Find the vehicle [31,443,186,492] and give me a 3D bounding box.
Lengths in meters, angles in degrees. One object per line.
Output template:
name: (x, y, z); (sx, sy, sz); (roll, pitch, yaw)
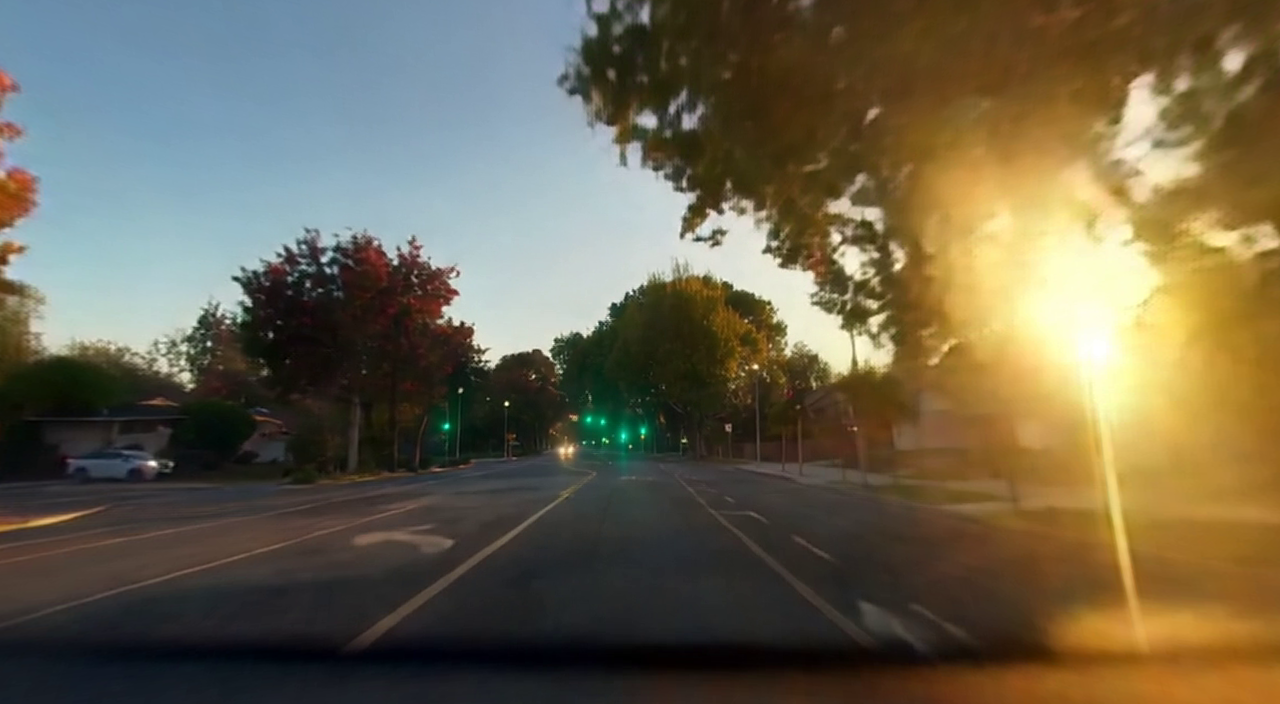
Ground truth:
vehicle: (-23.215, 5.003, 28.044); (2.192, 1.901, 5.889); (1, -8, -6)
